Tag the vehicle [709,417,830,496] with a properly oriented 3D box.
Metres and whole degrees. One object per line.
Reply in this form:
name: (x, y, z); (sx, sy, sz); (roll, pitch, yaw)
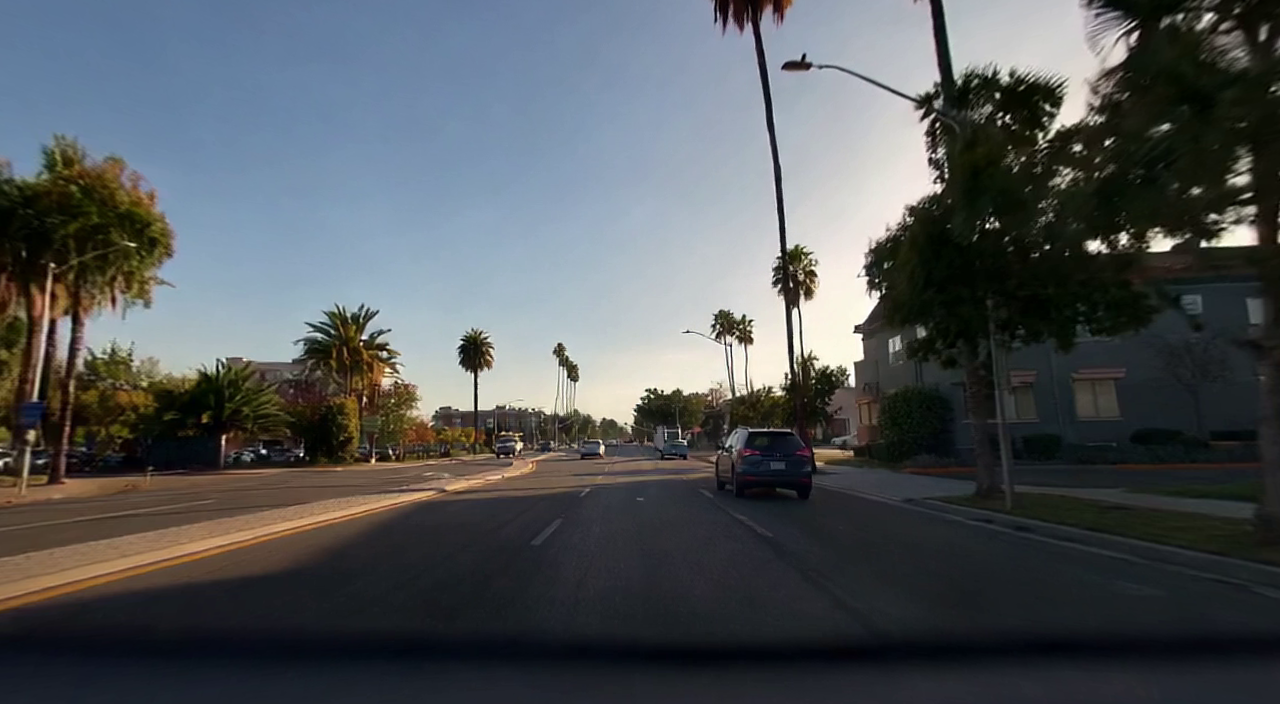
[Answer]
vehicle: (3.431, 2.902, 17.781); (2.244, 1.901, 4.561); (0, -8, -3)
